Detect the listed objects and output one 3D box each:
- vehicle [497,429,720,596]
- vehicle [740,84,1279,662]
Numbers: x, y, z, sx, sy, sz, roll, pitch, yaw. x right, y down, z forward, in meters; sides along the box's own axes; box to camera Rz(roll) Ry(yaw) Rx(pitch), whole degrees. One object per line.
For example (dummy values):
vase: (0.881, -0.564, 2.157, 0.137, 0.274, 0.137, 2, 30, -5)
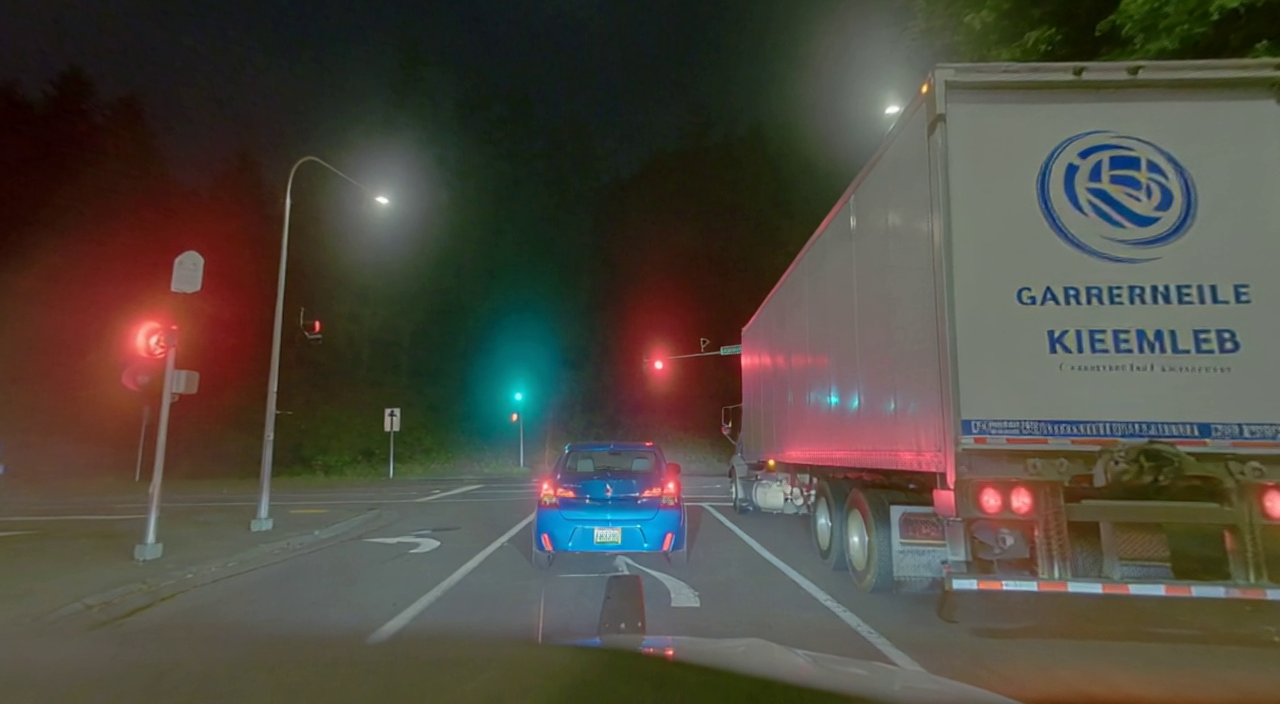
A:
vehicle: (-0.312, 1.703, 7.417, 1.975, 1.457, 3.526, 0, -9, -1)
vehicle: (3.553, 0.758, 8.903, 2.884, 3.753, 9.763, 0, -9, 1)
